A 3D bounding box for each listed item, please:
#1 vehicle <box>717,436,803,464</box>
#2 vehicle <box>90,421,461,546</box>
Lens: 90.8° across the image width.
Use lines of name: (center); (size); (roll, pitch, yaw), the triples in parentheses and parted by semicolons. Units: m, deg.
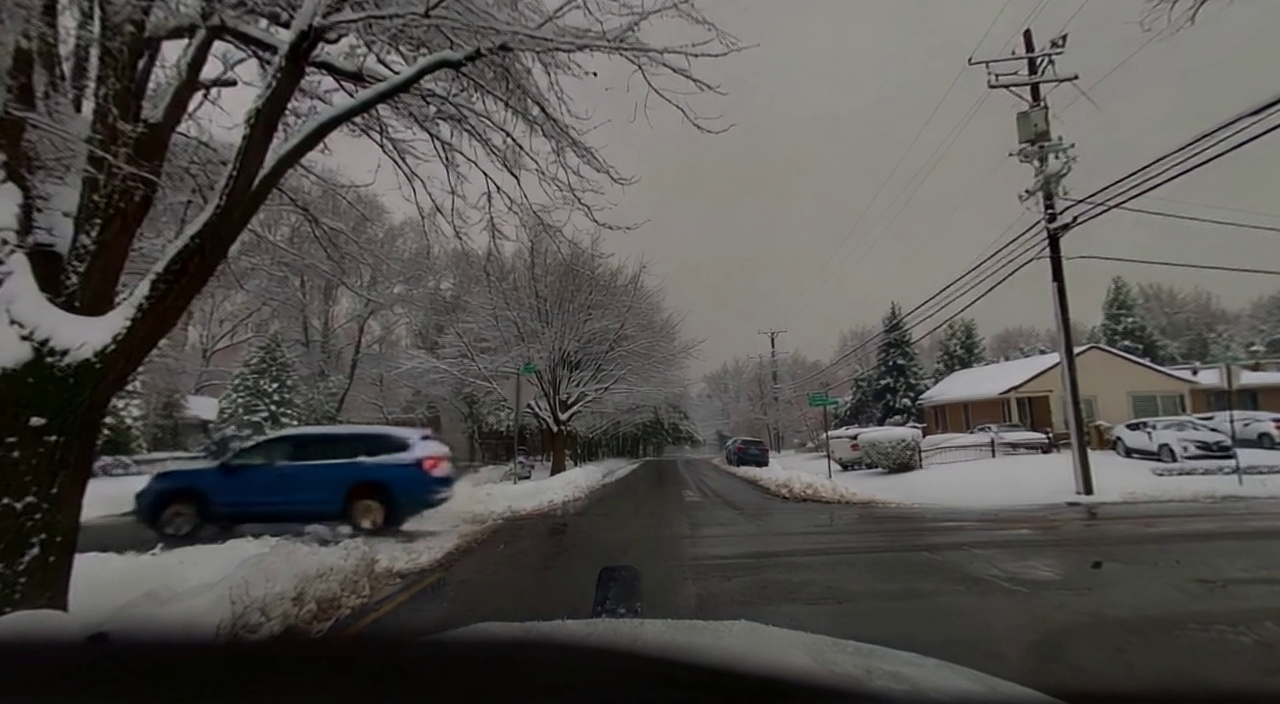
vehicle: (7.344, 5.997, 38.865); (4.784, 1.647, 1.947); (1, -8, -5)
vehicle: (-5.741, 2.122, 10.607); (4.809, 1.834, 2.181); (0, -8, -2)
